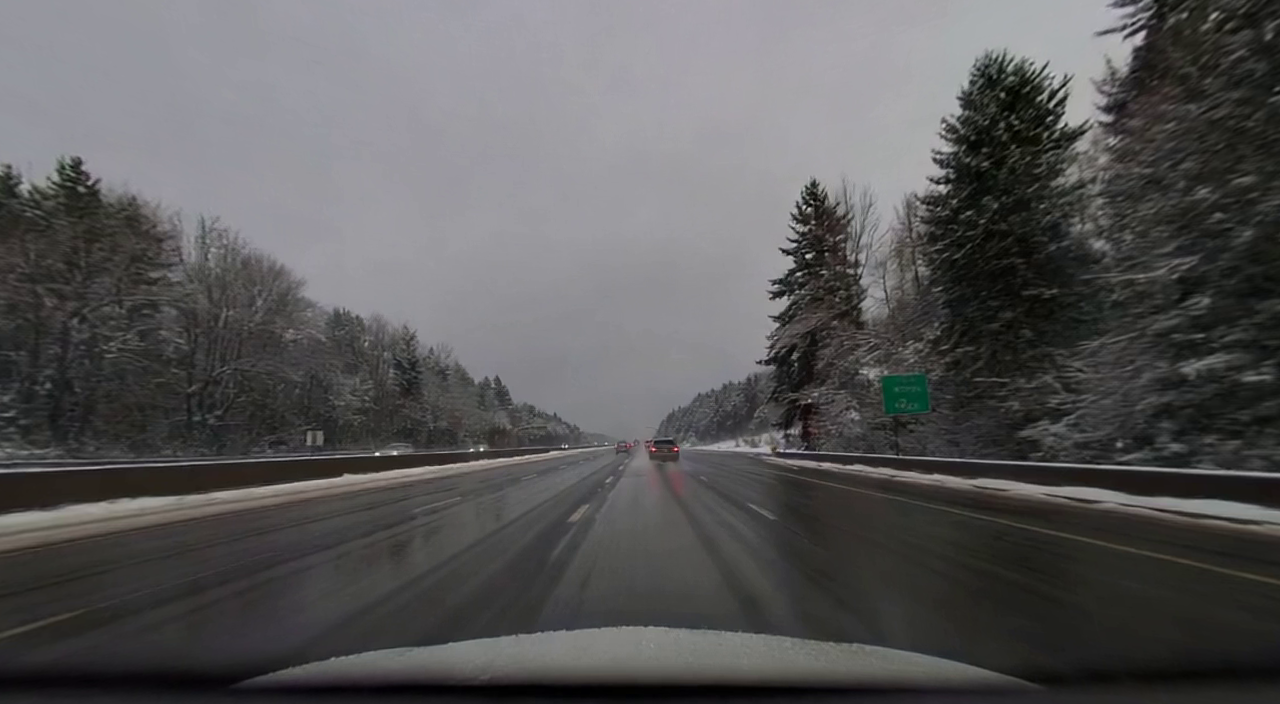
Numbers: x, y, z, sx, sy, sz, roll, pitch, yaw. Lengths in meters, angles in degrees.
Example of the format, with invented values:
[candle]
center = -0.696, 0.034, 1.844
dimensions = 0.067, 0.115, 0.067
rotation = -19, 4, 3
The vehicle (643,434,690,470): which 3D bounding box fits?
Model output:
[vehicle]
center = 1.319, 5.294, 33.658
dimensions = 2.260, 1.766, 4.348
rotation = 0, -8, -1
